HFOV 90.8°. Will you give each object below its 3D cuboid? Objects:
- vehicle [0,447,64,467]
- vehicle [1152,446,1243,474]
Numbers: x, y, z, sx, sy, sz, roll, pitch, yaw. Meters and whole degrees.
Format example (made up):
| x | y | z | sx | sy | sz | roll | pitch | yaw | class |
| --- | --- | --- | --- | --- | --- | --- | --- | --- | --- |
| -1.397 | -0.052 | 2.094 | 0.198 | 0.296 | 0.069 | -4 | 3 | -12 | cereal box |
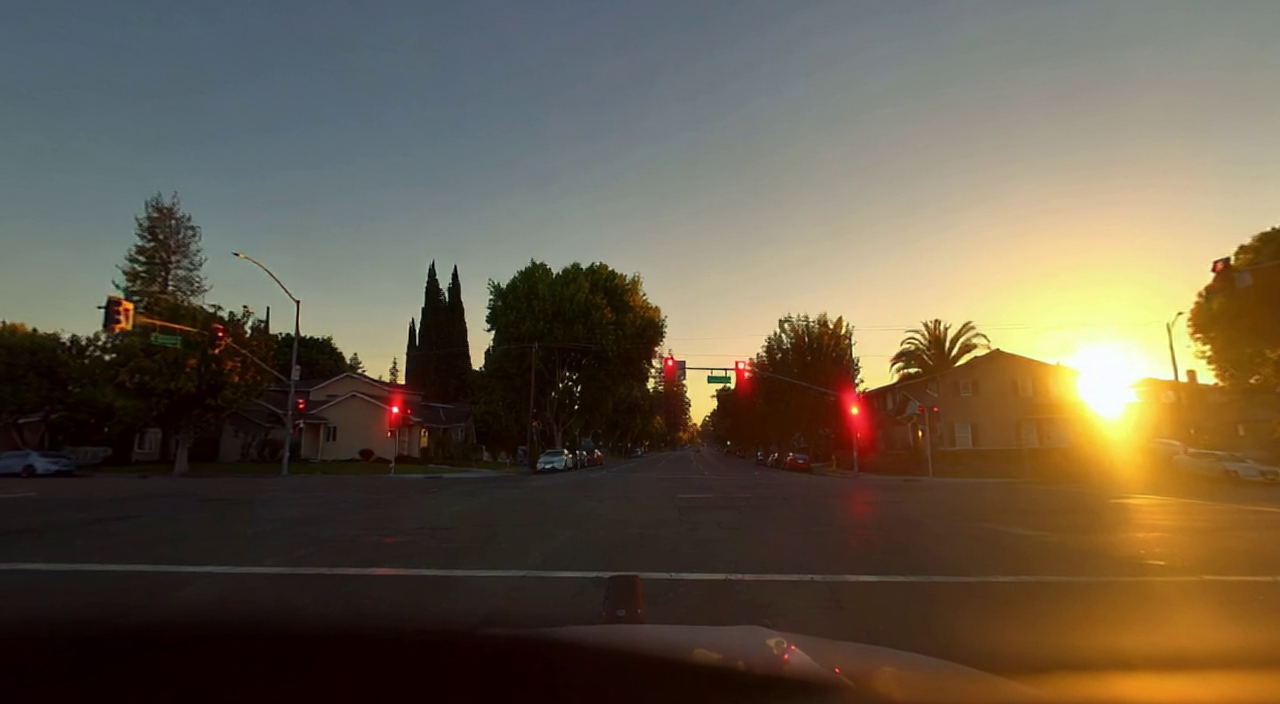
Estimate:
| x | y | z | sx | sy | sz | roll | pitch | yaw | class |
| --- | --- | --- | --- | --- | --- | --- | --- | --- | --- |
| -44.280 | 7.522 | 45.396 | 3.949 | 1.422 | 1.744 | 0 | -9 | 1 | vehicle |
| 36.783 | 7.097 | 41.870 | 1.853 | 1.723 | 4.460 | 0 | -9 | -1 | vehicle |
